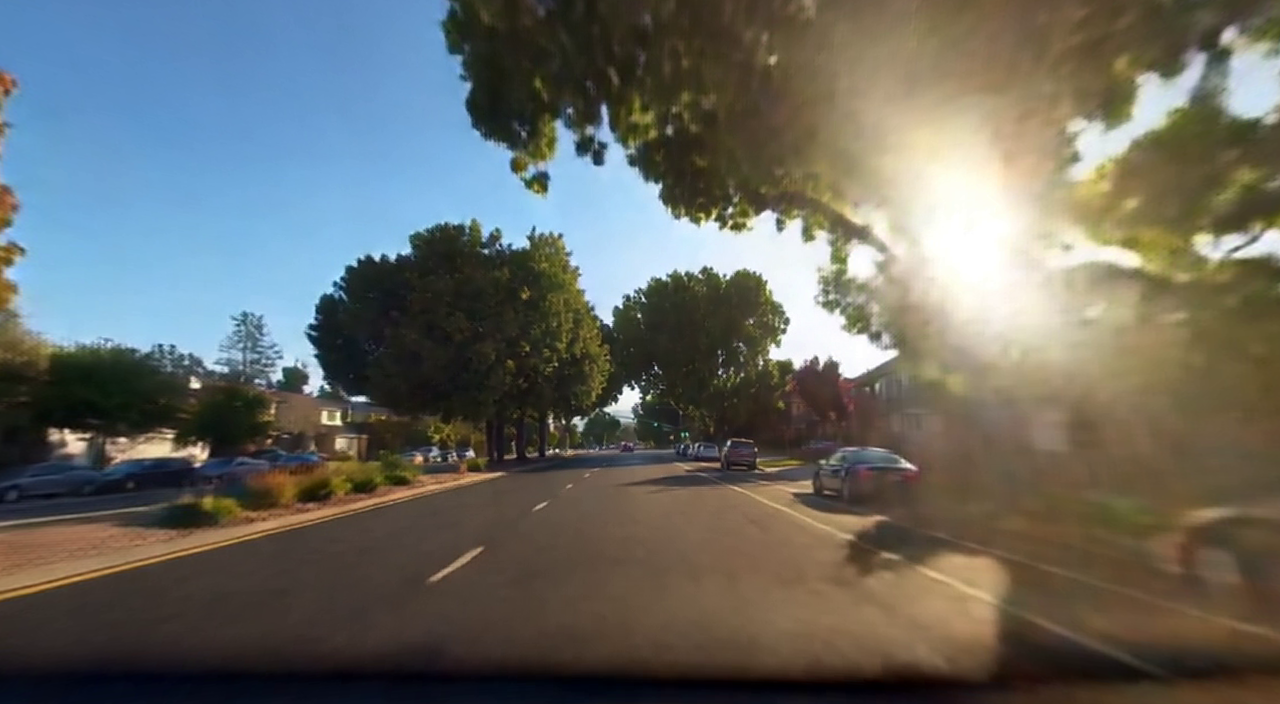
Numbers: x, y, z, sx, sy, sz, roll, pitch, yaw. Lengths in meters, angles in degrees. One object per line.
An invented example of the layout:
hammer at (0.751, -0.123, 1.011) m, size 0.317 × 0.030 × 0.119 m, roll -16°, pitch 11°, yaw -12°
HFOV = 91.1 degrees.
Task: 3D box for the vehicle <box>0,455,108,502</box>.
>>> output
vehicle at (-22.212, 4.503, 22.716) m, size 1.902 × 1.478 × 4.755 m, roll 1°, pitch -9°, yaw -3°

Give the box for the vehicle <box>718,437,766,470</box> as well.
vehicle at (5.893, 5.936, 36.934) m, size 2.004 × 1.816 × 4.585 m, roll 0°, pitch -9°, yaw -1°

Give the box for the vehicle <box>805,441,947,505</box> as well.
vehicle at (6.114, 3.176, 16.947) m, size 1.945 × 1.481 × 4.421 m, roll 1°, pitch -9°, yaw -3°

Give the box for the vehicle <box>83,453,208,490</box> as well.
vehicle at (-22.211, 5.363, 28.507) m, size 1.810 × 1.490 × 4.783 m, roll 0°, pitch -9°, yaw 0°

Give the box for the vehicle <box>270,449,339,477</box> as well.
vehicle at (-22.039, 7.273, 41.448) m, size 1.911 × 1.473 × 4.610 m, roll -1°, pitch -6°, yaw 3°

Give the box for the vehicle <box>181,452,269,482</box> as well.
vehicle at (-22.250, 6.167, 33.895) m, size 1.785 × 1.461 × 4.377 m, roll 0°, pitch -9°, yaw 0°
